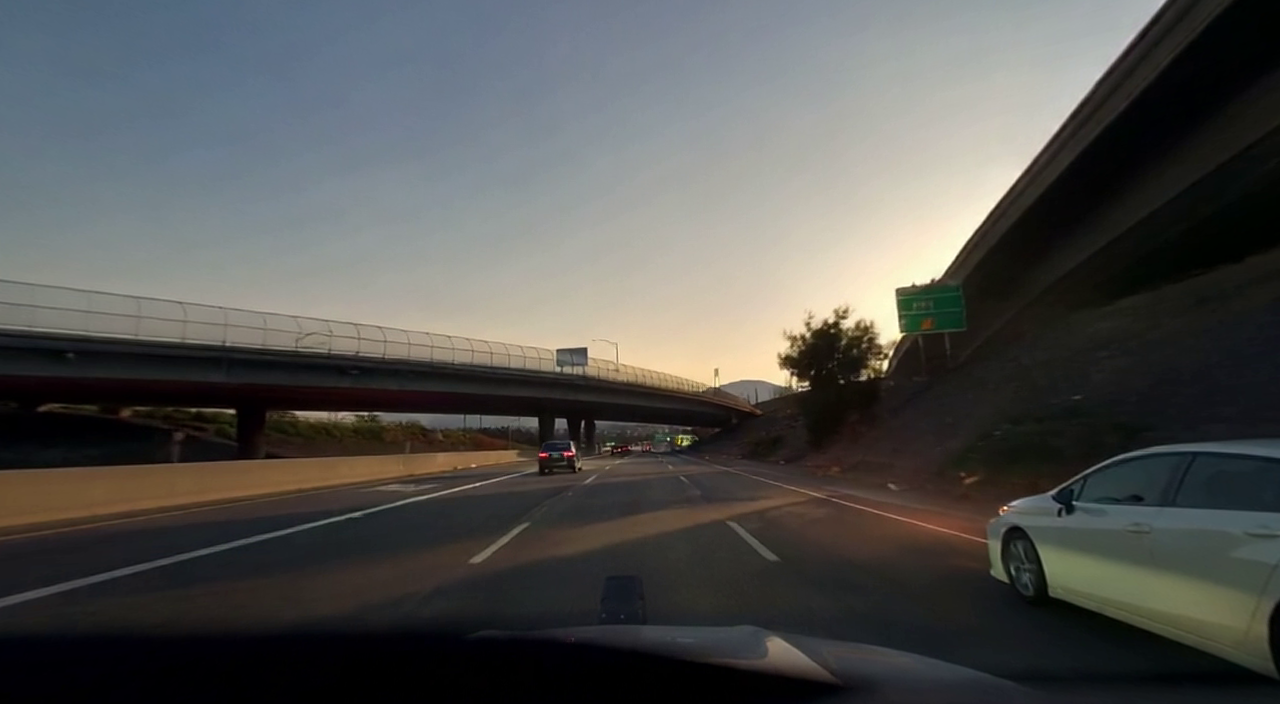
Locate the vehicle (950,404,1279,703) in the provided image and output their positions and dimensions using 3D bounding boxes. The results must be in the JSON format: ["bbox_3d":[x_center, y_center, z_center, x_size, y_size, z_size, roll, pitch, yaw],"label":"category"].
[{"bbox_3d":[3.652,1.036,2.850,2.047,1.532,4.884,0,-9,0],"label":"vehicle"}]

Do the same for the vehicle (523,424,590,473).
[{"bbox_3d":[-4.037,4.877,31.829,2.496,2.203,6.317,0,-9,0],"label":"vehicle"}]
